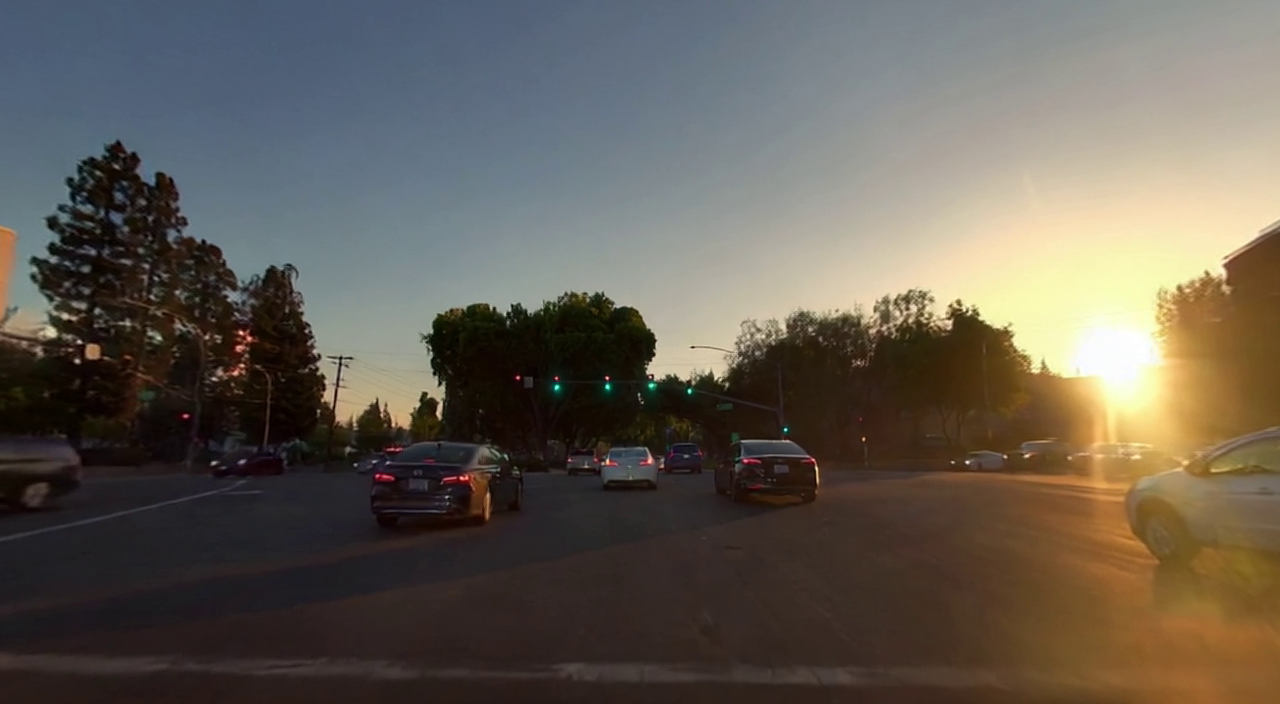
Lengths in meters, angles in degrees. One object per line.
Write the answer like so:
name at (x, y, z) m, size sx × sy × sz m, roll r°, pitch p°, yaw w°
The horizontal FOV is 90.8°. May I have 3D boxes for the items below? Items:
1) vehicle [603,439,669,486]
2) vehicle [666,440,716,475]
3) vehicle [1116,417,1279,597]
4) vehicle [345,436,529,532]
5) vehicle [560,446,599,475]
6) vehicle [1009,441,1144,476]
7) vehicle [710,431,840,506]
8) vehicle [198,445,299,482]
vehicle at (-0.161, 3.811, 22.086) m, size 2.098 × 1.461 × 3.958 m, roll 0°, pitch -8°, yaw -1°
vehicle at (2.666, 5.667, 34.242) m, size 2.138 × 1.778 × 4.422 m, roll 0°, pitch -8°, yaw -2°
vehicle at (6.566, 1.260, 4.887) m, size 1.959 × 1.553 × 4.809 m, roll 0°, pitch -8°, yaw -1°
vehicle at (-3.566, 2.393, 12.154) m, size 2.045 × 1.463 × 4.490 m, roll 0°, pitch -8°, yaw 0°
vehicle at (-3.785, 6.912, 40.526) m, size 2.033 × 1.714 × 4.278 m, roll 0°, pitch -8°, yaw 1°
vehicle at (19.468, 4.742, 28.290) m, size 4.620 × 1.446 × 1.950 m, roll 0°, pitch -8°, yaw -2°
vehicle at (3.115, 2.805, 15.754) m, size 1.996 × 1.566 × 4.917 m, roll 0°, pitch -8°, yaw -2°
vehicle at (-17.939, 5.102, 29.262) m, size 1.857 × 1.511 × 4.399 m, roll 0°, pitch -8°, yaw 0°
